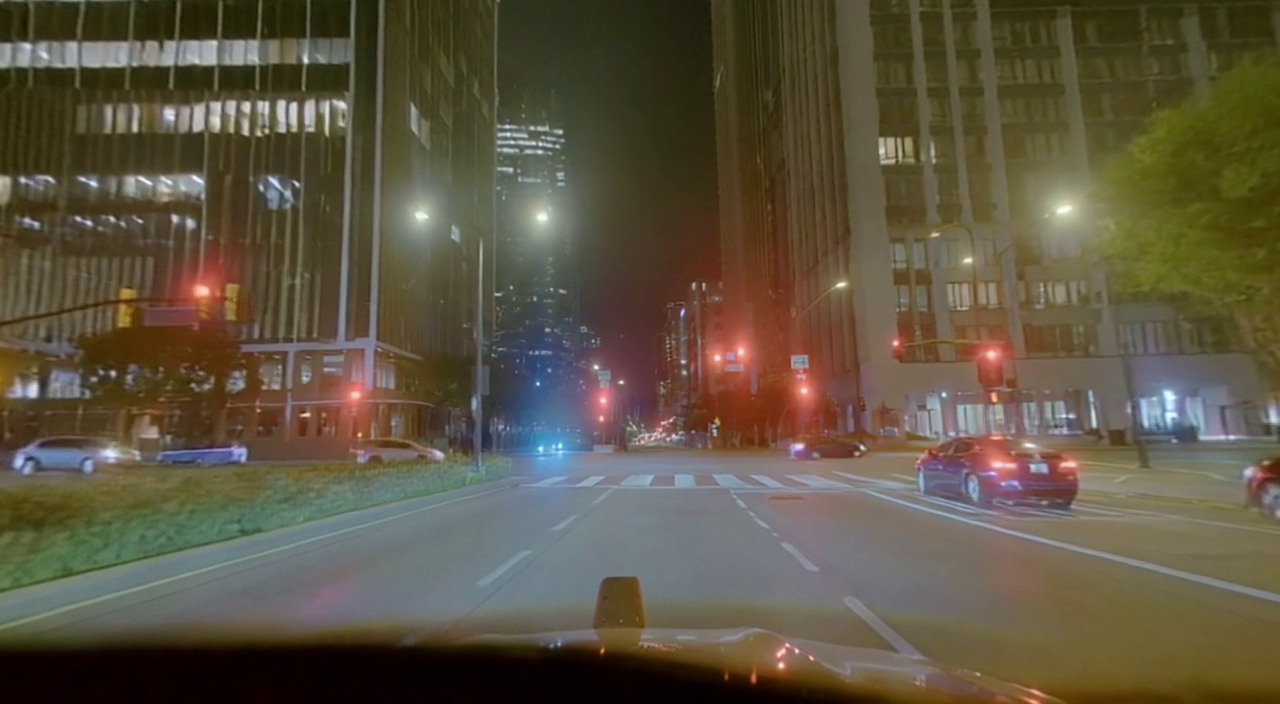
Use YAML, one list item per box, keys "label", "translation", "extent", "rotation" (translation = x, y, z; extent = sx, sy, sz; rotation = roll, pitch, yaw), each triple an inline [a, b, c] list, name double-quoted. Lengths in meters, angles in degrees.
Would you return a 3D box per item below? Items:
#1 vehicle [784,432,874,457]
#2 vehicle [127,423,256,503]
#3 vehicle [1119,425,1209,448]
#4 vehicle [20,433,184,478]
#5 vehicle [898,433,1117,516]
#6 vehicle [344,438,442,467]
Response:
- label: "vehicle"
  translation: [11.262, 5.555, 37.843]
  extent: [4.762, 1.420, 1.814]
  rotation: [0, -9, -1]
- label: "vehicle"
  translation: [-12.459, 3.068, 17.917]
  extent: [2.125, 1.910, 4.779]
  rotation: [4, -9, -26]
- label: "vehicle"
  translation: [34.882, 5.668, 42.144]
  extent: [4.253, 1.429, 1.807]
  rotation: [-1, -9, 4]
- label: "vehicle"
  translation: [-25.504, 4.917, 30.131]
  extent: [5.659, 1.967, 2.149]
  rotation: [0, -9, -2]
- label: "vehicle"
  translation: [7.692, 2.598, 13.970]
  extent: [1.936, 1.489, 4.885]
  rotation: [0, -9, 1]
- label: "vehicle"
  translation: [-13.180, 5.376, 33.946]
  extent: [4.503, 1.475, 1.789]
  rotation: [0, -9, -2]
